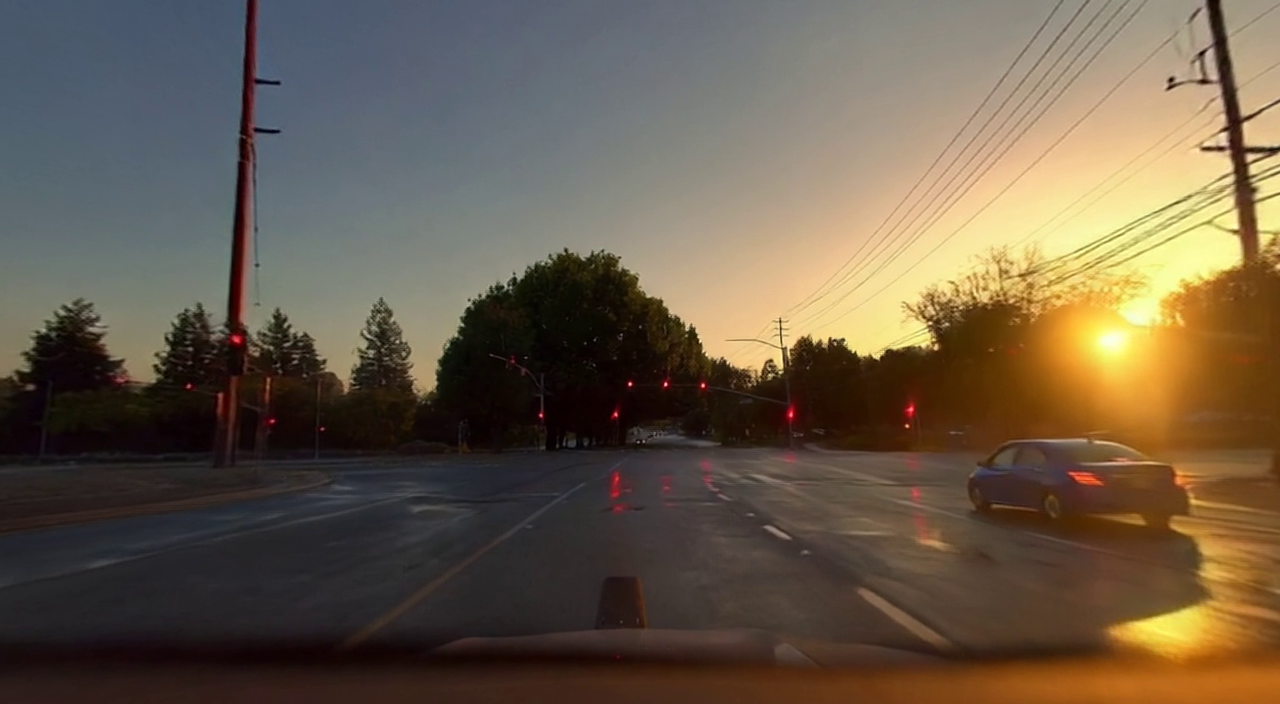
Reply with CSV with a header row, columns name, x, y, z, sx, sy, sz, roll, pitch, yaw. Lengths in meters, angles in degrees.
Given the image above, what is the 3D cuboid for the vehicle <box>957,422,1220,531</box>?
name,x,y,z,sx,sy,sz,roll,pitch,yaw
vehicle,7.398,2.072,10.972,1.797,1.544,3.685,0,-9,0
